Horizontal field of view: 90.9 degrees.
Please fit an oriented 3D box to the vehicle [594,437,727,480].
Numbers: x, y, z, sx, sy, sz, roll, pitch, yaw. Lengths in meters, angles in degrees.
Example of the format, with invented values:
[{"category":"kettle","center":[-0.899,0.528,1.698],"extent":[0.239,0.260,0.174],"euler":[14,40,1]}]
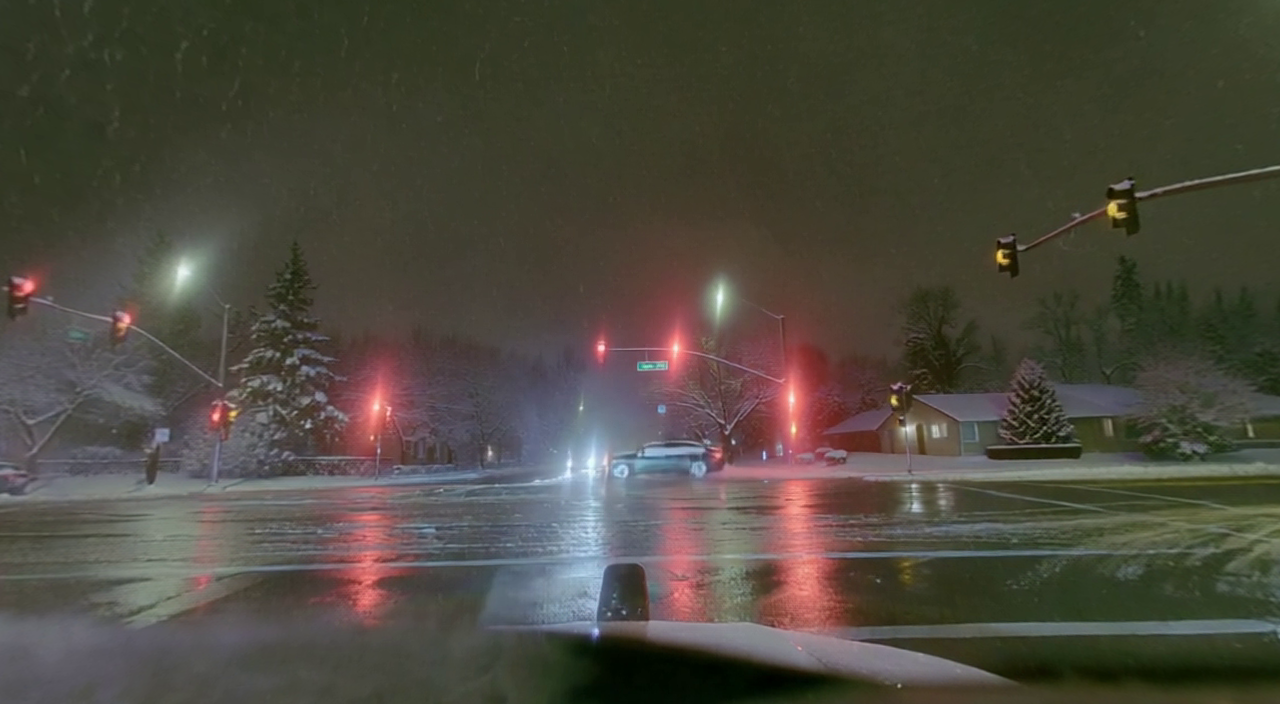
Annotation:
[{"category":"vehicle","center":[0.709,3.817,22.685],"extent":[4.562,1.460,1.822],"euler":[0,-8,0]}]
